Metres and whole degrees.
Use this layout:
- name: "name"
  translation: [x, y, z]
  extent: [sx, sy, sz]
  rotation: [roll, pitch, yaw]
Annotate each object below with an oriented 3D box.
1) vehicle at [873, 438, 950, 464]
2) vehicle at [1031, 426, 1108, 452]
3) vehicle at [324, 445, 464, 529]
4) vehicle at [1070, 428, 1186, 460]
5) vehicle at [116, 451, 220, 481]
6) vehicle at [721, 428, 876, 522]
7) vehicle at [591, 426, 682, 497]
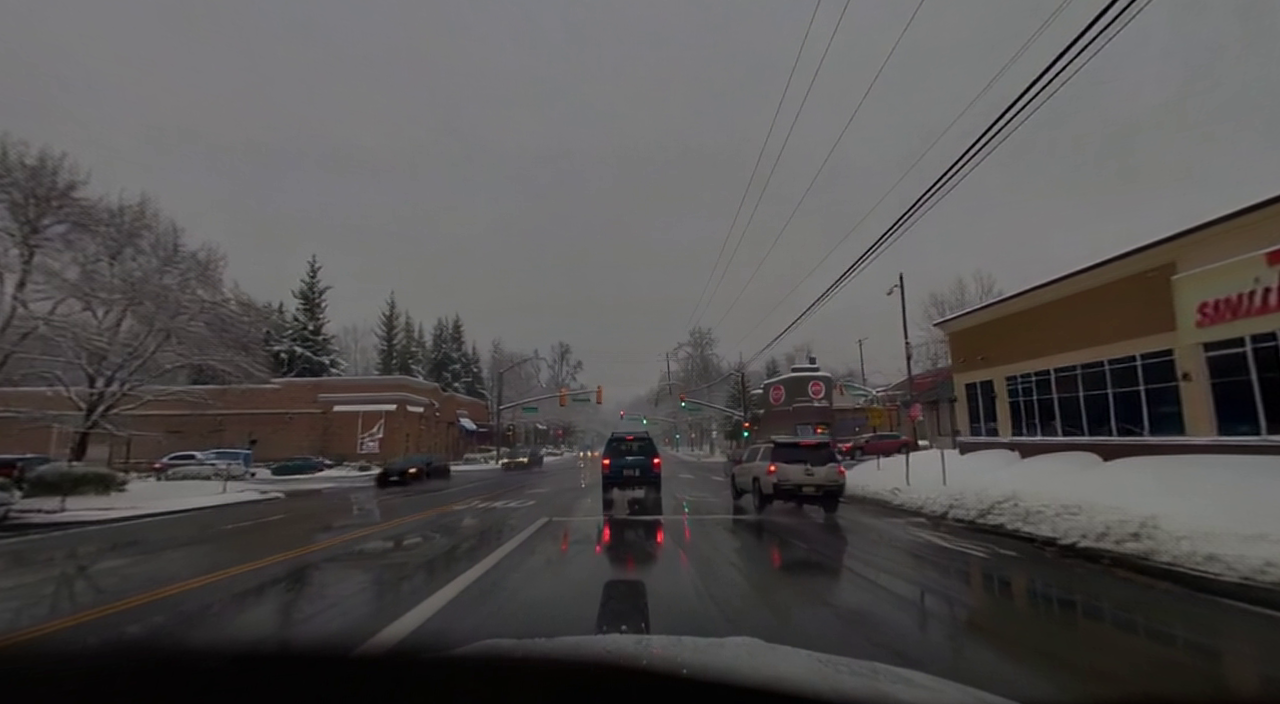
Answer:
- name: "vehicle"
  translation: [16.538, 6.022, 38.487]
  extent: [3.880, 1.538, 1.862]
  rotation: [1, -8, -8]
- name: "vehicle"
  translation: [30.678, 6.287, 45.216]
  extent: [2.231, 1.749, 4.411]
  rotation: [0, -8, -2]
- name: "vehicle"
  translation: [-5.749, 2.916, 14.387]
  extent: [1.975, 1.570, 4.456]
  rotation: [5, -10, -34]
- name: "vehicle"
  translation: [24.382, 4.615, 31.673]
  extent: [4.092, 1.496, 1.889]
  rotation: [-3, -9, 20]
- name: "vehicle"
  translation: [-27.410, 6.630, 36.707]
  extent: [4.458, 1.608, 2.051]
  rotation: [-1, -8, 2]
- name: "vehicle"
  translation: [3.350, 2.701, 14.476]
  extent: [2.276, 1.787, 4.630]
  rotation: [0, -8, -1]
- name: "vehicle"
  translation: [-0.121, 3.596, 21.201]
  extent: [2.638, 2.065, 5.313]
  rotation: [0, -8, 0]
